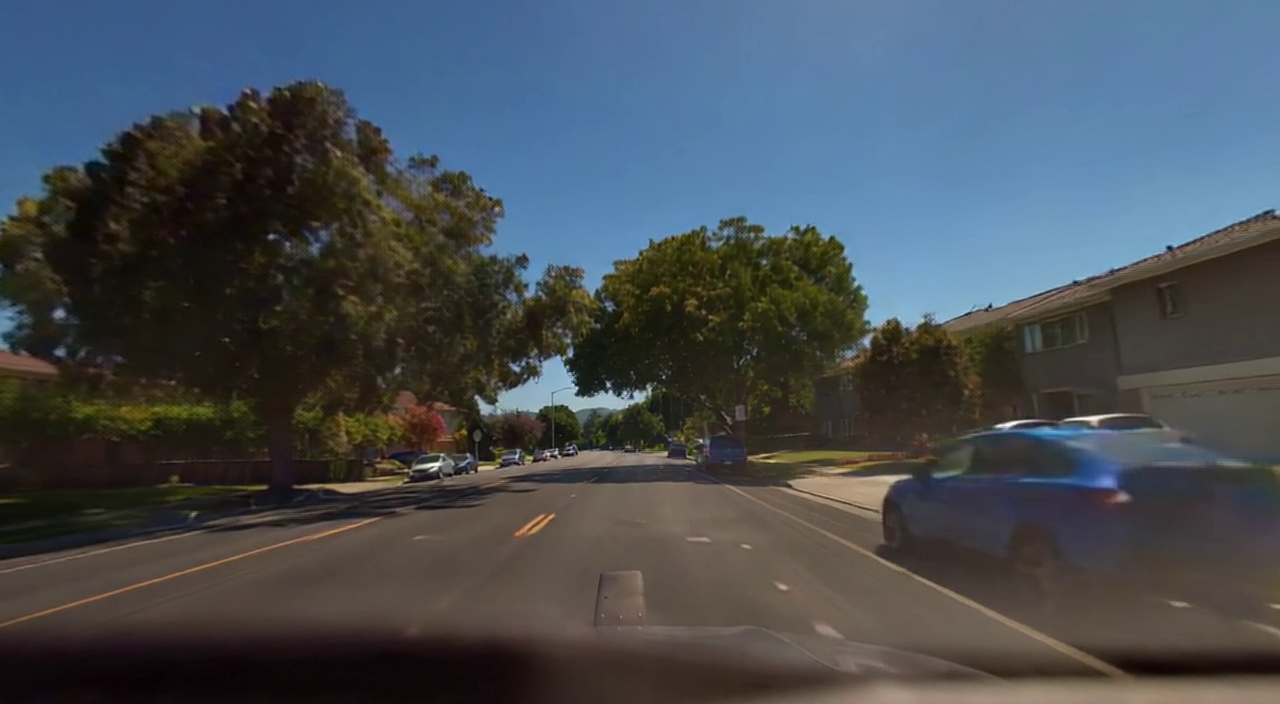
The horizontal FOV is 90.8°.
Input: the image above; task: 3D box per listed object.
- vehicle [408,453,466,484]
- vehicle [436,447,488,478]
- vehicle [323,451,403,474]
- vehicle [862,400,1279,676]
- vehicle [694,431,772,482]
[{"bbox_3d":[-11.079,6.355,34.795,1.815,1.532,4.517,0,-8,-2],"label":"vehicle"},{"bbox_3d":[-11.067,6.889,39.688,1.981,1.790,4.682,0,-8,-1],"label":"vehicle"},{"bbox_3d":[-19.221,7.685,43.959,4.569,1.498,2.072,0,-8,0],"label":"vehicle"},{"bbox_3d":[4.093,1.465,6.161,2.173,1.656,4.514,0,-8,-1],"label":"vehicle"},{"bbox_3d":[3.848,4.469,27.403,2.319,1.938,5.961,0,-8,-2],"label":"vehicle"}]
